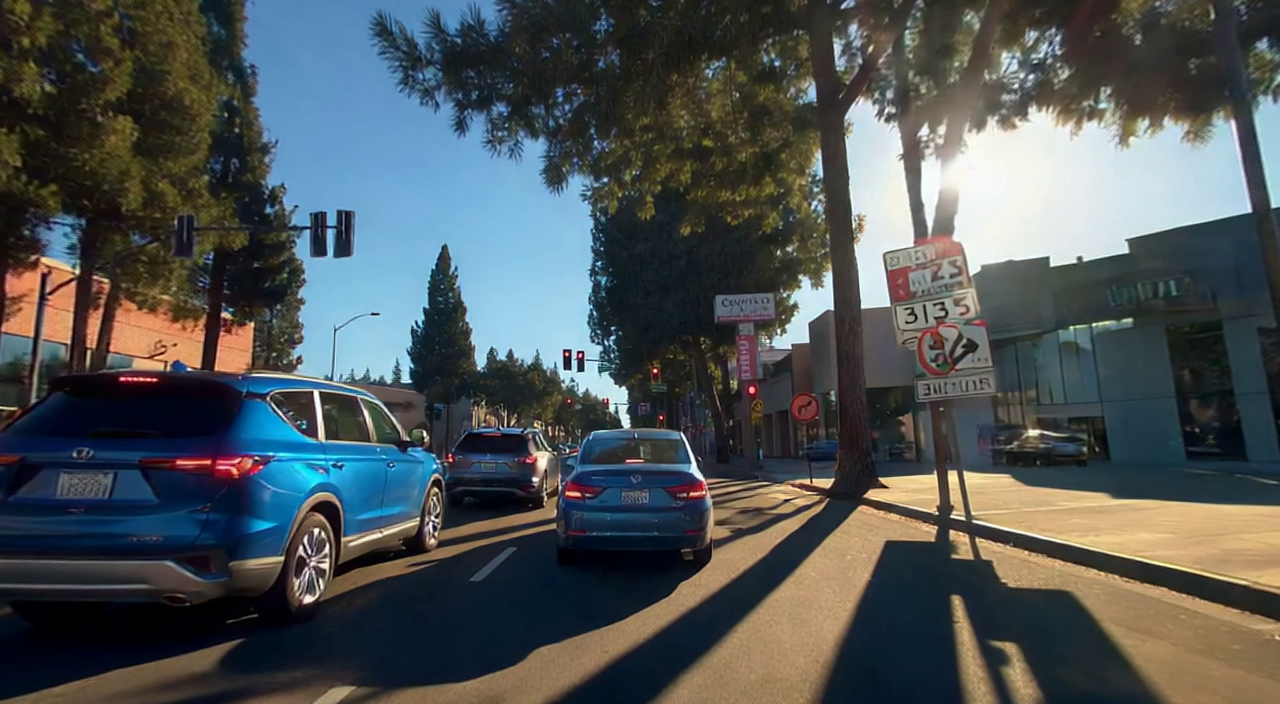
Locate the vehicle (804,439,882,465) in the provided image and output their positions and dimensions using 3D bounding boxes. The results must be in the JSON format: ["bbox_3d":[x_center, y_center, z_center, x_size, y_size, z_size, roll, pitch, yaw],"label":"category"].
[{"bbox_3d":[11.565,5.748,36.045,3.924,1.447,2.039,-1,-9,8],"label":"vehicle"}]

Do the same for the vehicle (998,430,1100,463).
[{"bbox_3d":[22.472,5.235,34.679,4.116,1.719,2.069,-2,-9,10],"label":"vehicle"}]

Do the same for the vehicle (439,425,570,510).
[{"bbox_3d":[-2.931,2.604,14.604,2.047,1.664,4.148,0,-8,1],"label":"vehicle"}]

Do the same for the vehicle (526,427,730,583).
[{"bbox_3d":[-0.158,1.790,8.197,1.966,1.481,4.146,0,-8,-1],"label":"vehicle"}]

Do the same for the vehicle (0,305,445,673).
[{"bbox_3d":[-3.825,1.136,6.206,2.152,2.118,5.066,0,-8,0],"label":"vehicle"}]
